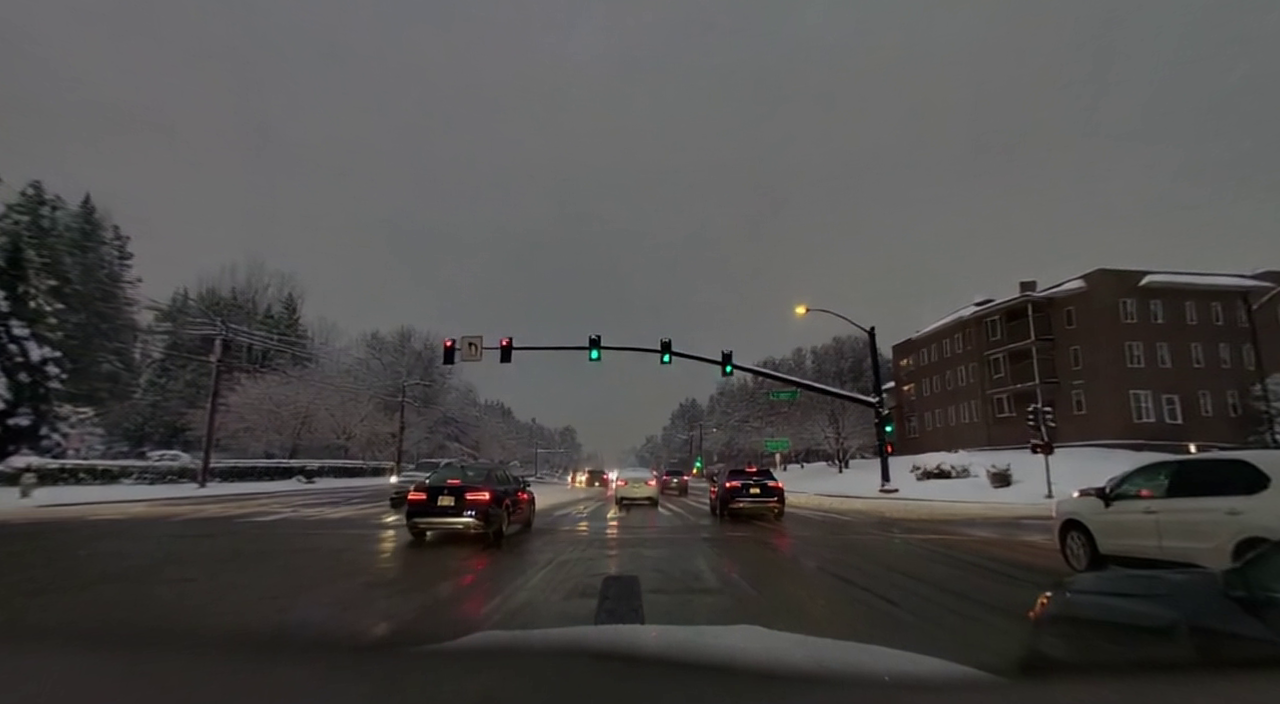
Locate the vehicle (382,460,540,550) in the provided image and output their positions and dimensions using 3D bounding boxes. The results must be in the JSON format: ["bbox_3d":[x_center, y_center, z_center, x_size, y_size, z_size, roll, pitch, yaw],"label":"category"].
[{"bbox_3d":[-3.542,3.118,13.532,2.045,1.463,4.490,0,-8,0],"label":"vehicle"}]

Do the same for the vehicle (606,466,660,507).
[{"bbox_3d":[-0.304,5.634,26.785,2.098,1.461,3.958,0,-8,-1],"label":"vehicle"}]

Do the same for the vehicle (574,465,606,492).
[{"bbox_3d":[-3.691,9.476,47.540,2.033,1.714,4.278,0,-8,0],"label":"vehicle"}]

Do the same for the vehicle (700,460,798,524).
[{"bbox_3d":[3.188,4.206,19.574,1.996,1.566,4.917,0,-8,-2],"label":"vehicle"}]

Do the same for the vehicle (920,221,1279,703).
[{"bbox_3d":[2.735,0.497,0.974,2.153,1.853,5.235,0,-8,0],"label":"vehicle"}]

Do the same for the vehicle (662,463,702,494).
[{"bbox_3d":[2.647,8.119,40.805,2.138,1.778,4.422,0,-8,-2],"label":"vehicle"}]
